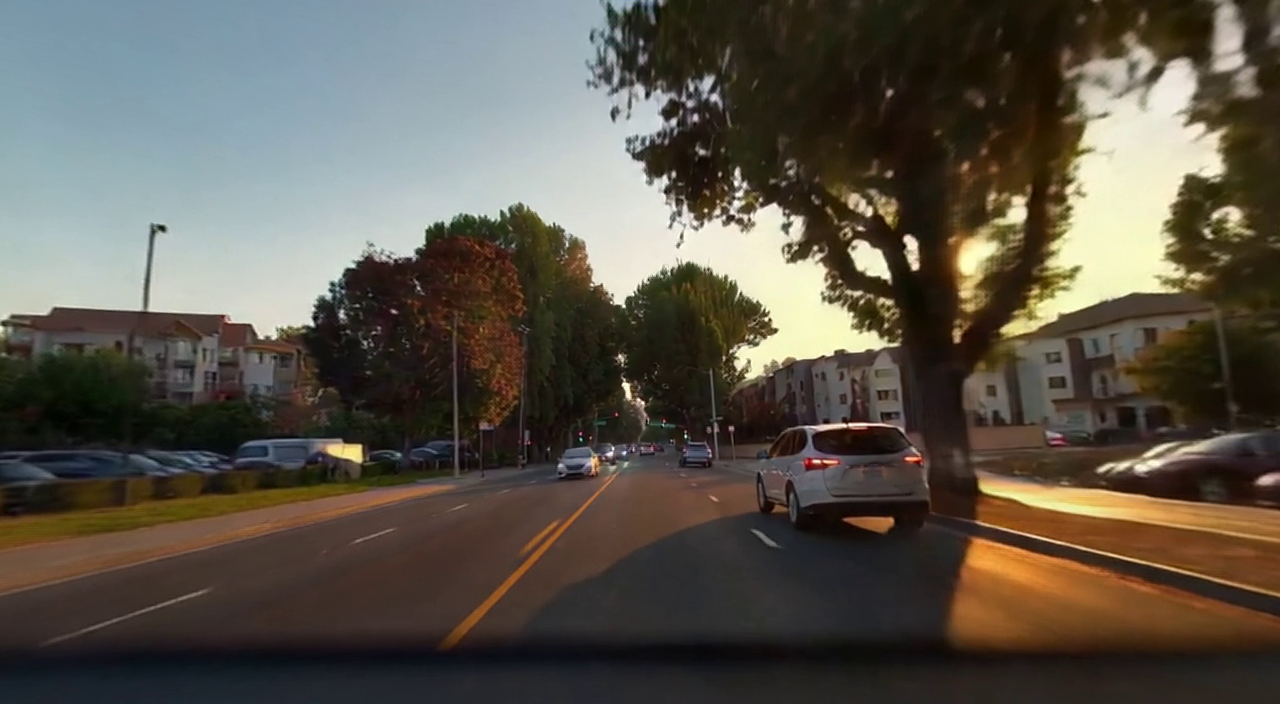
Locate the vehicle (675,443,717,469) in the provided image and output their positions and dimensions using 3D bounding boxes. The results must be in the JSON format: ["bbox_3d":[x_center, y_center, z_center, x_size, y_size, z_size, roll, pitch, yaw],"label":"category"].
[{"bbox_3d":[3.406,6.394,38.975,2.072,1.471,4.834,0,-9,-1],"label":"vehicle"}]

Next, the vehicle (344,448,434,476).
[{"bbox_3d":[-14.352,6.269,36.189,4.318,1.483,1.994,7,-11,-41],"label":"vehicle"}]

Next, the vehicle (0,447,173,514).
[{"bbox_3d":[-15.078,3.395,16.831,3.993,1.566,2.114,5,-12,-33],"label":"vehicle"}]

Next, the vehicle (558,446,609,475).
[{"bbox_3d":[-2.901,5.679,33.276,2.133,1.439,4.280,-1,-9,3],"label":"vehicle"}]

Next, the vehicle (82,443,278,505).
[{"bbox_3d":[-14.834,3.867,20.513,4.835,1.766,2.076,7,-11,-41],"label":"vehicle"}]

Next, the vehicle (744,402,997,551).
[{"bbox_3d":[3.331,1.950,10.573,2.251,1.861,5.144,0,-9,0],"label":"vehicle"}]

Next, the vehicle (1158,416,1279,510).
[{"bbox_3d":[12.165,1.978,11.465,3.671,1.529,2.056,0,-9,-3],"label":"vehicle"}]
